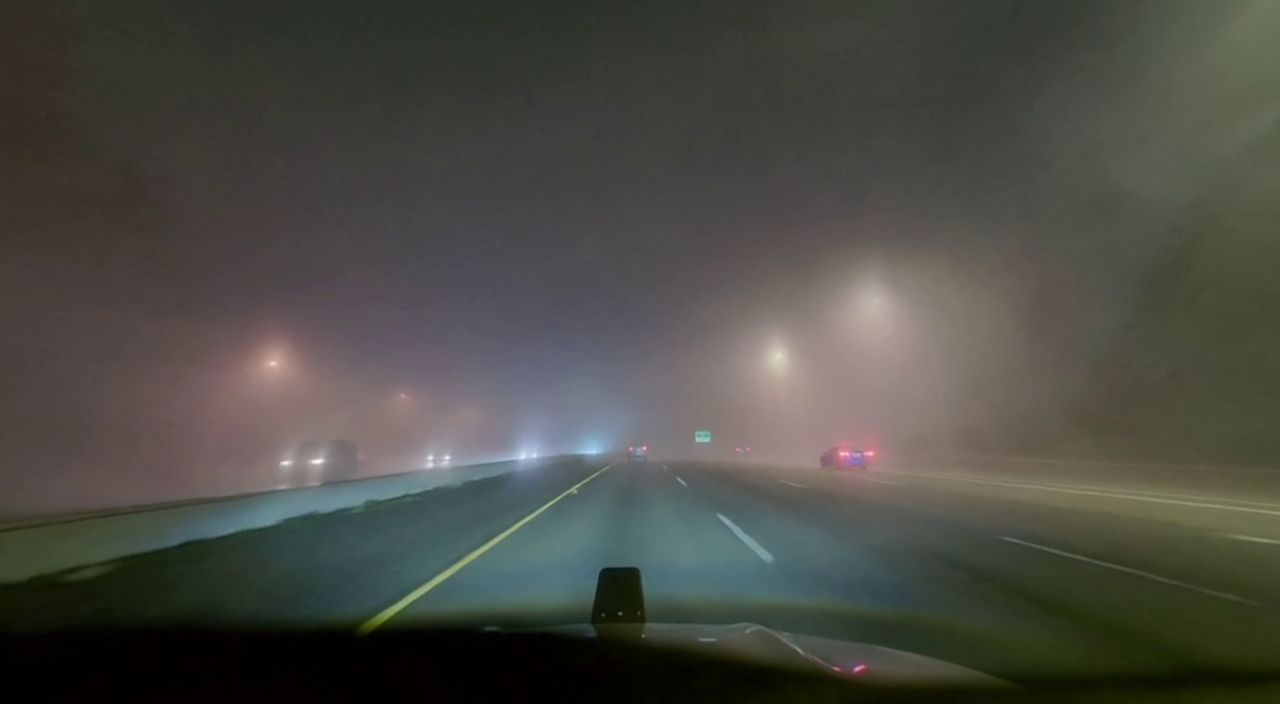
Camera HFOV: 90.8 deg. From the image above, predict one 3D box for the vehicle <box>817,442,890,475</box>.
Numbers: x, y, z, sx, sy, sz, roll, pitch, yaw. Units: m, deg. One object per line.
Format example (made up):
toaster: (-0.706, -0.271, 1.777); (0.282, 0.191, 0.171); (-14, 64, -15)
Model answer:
vehicle: (10.637, 5.318, 31.871); (2.024, 1.481, 4.747); (0, -8, 0)

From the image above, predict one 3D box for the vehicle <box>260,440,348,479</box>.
vehicle: (-17.542, 5.603, 33.223); (2.272, 1.853, 4.288); (0, -8, -1)
